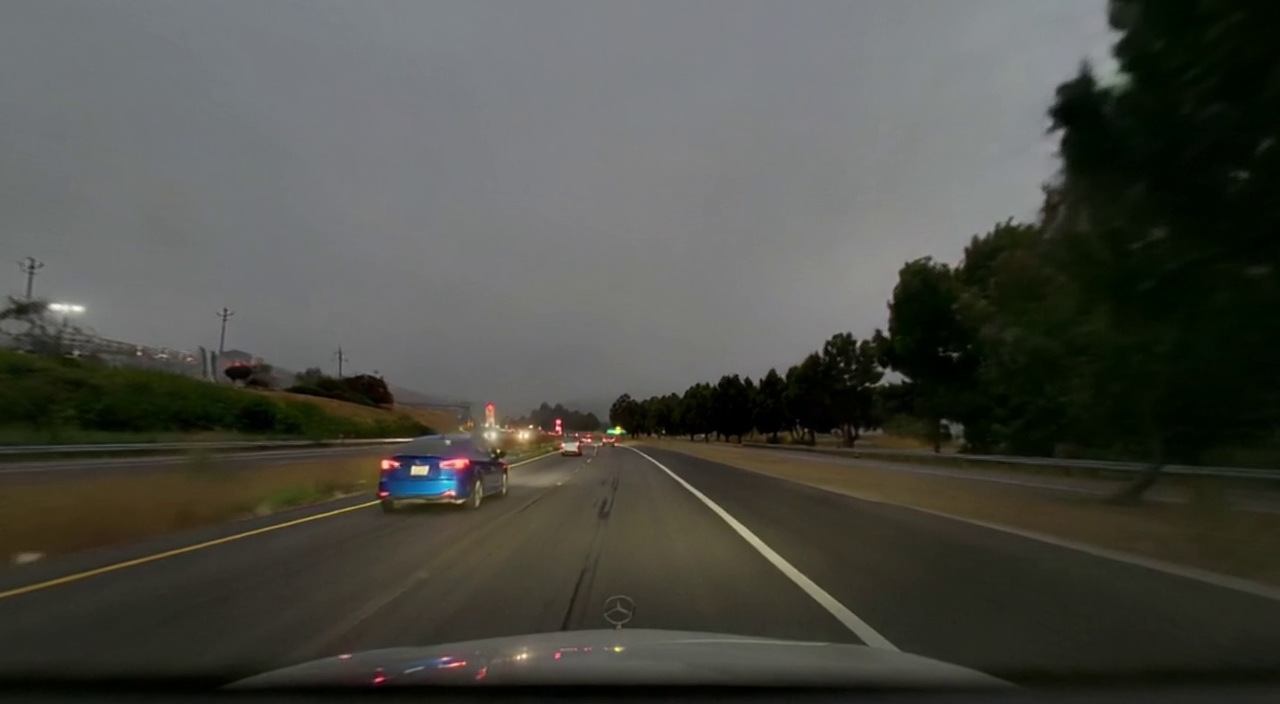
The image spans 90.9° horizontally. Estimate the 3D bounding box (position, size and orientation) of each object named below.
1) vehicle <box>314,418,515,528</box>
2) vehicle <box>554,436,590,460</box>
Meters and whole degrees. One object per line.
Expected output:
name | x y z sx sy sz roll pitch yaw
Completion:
vehicle | -3.828 2.116 11.754 2.047 1.612 4.631 0 -8 0
vehicle | -4.172 5.926 39.126 1.874 1.369 3.875 1 -8 -1
